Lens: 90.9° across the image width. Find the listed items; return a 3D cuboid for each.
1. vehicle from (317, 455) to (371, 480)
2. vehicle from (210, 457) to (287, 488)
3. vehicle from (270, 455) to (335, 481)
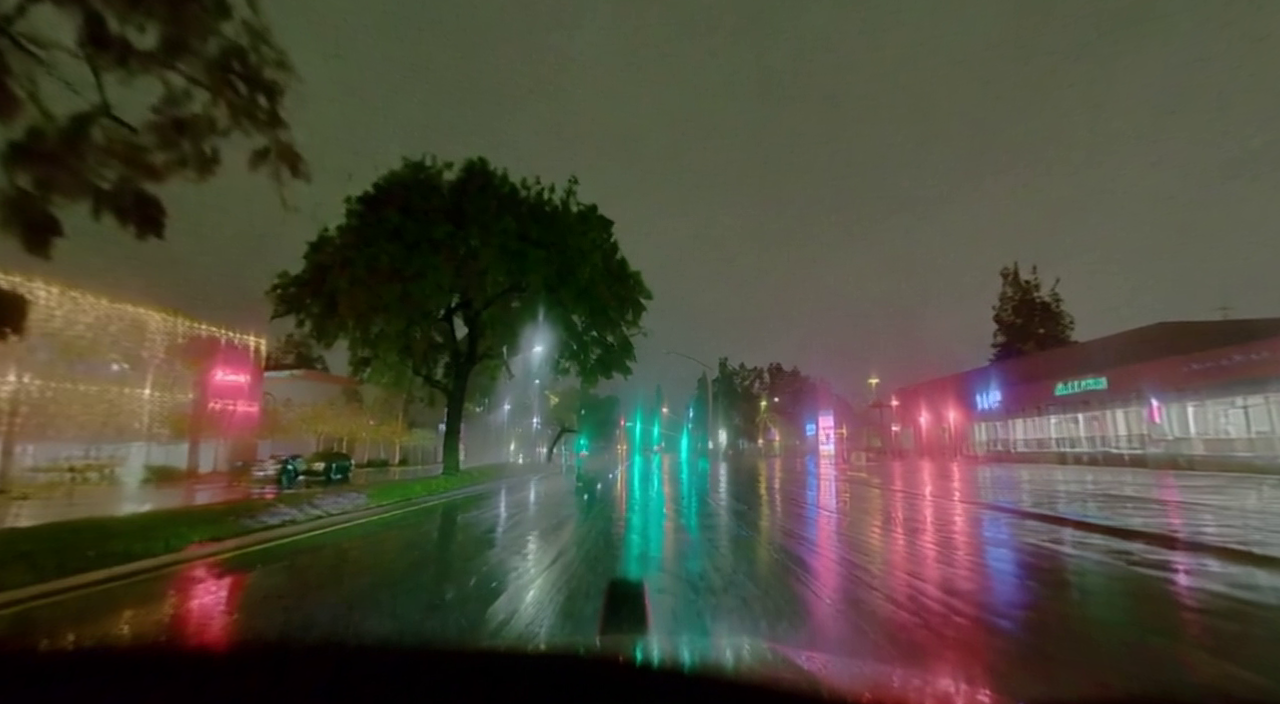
[{"bbox_3d":[-21.993,8.601,46.997,1.945,1.658,4.263,-1,-8,1],"label":"vehicle"},{"bbox_3d":[-22.075,6.806,35.718,1.883,1.546,3.930,0,-8,-1],"label":"vehicle"},{"bbox_3d":[-21.881,7.511,41.046,1.820,1.481,4.325,-3,-10,1],"label":"vehicle"}]
